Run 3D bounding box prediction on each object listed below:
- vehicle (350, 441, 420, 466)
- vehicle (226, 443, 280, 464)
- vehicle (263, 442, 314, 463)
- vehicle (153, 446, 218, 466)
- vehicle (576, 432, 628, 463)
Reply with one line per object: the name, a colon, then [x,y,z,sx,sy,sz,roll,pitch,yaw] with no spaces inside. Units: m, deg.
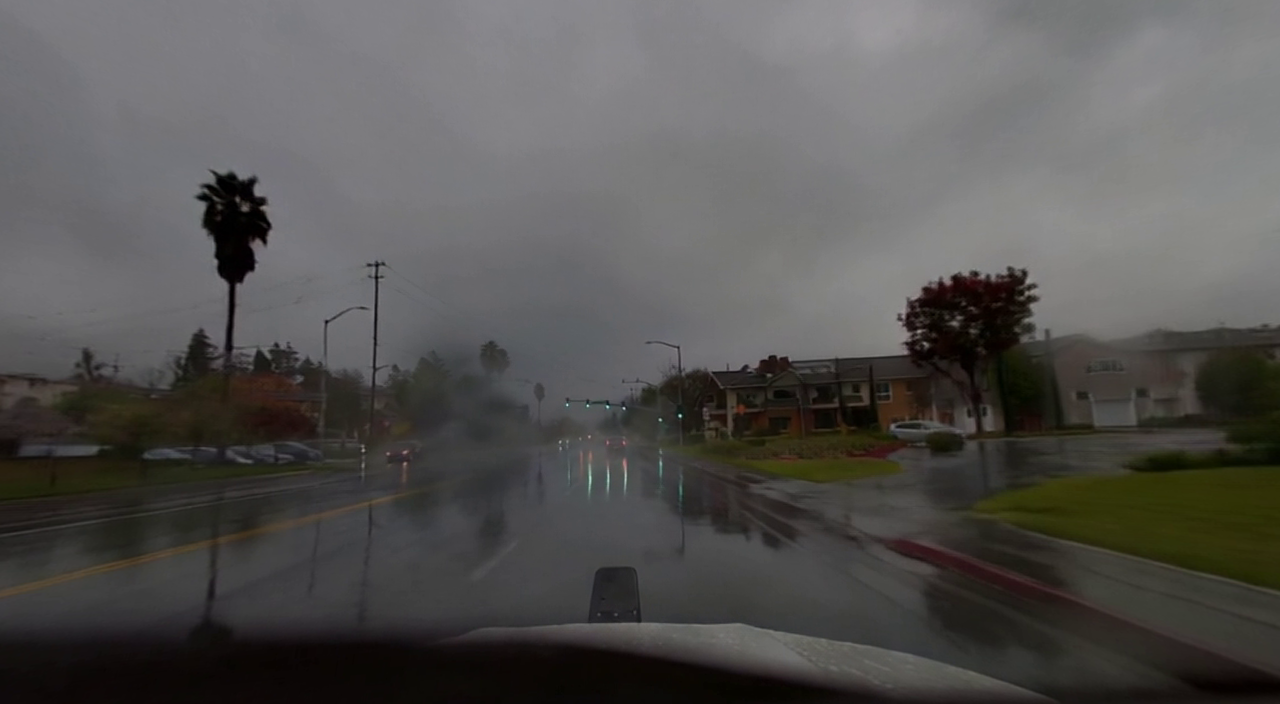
vehicle: [-16.141,6.382,39.916,4.784,1.487,1.903,-6,-10,37]
vehicle: [-30.204,7.909,49.412,1.812,1.585,3.938,0,-8,-3]
vehicle: [-27.691,7.878,49.853,1.816,1.586,3.958,0,-8,-2]
vehicle: [-35.718,8.143,49.796,1.940,1.474,4.384,0,-8,-2]
vehicle: [-1.940,5.070,33.465,2.060,1.526,3.859,-1,-8,7]
